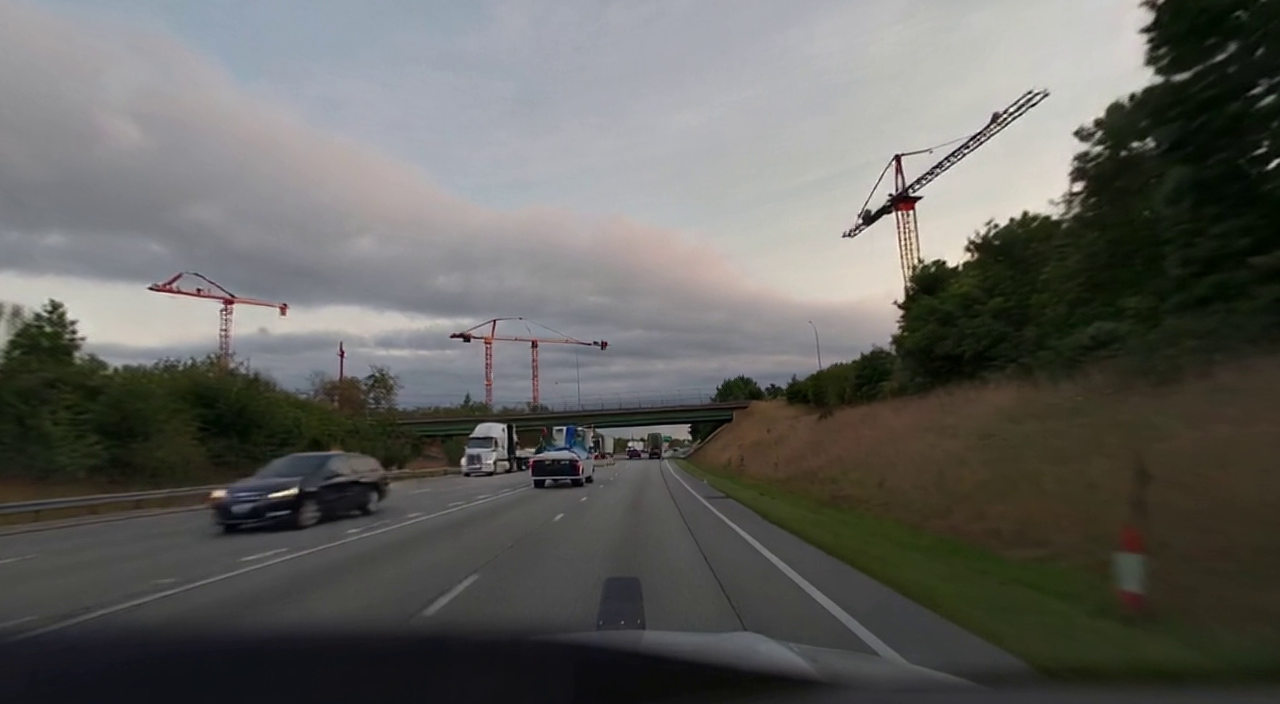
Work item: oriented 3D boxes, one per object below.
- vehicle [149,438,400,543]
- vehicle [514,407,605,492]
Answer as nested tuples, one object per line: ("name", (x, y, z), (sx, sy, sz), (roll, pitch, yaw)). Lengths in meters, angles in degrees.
("vehicle", (-6.481, 2.491, 11.919), (2.136, 1.596, 4.195), (0, -9, 1))
("vehicle", (-2.813, 3.723, 23.995), (2.565, 2.771, 6.641), (0, -9, 0))
